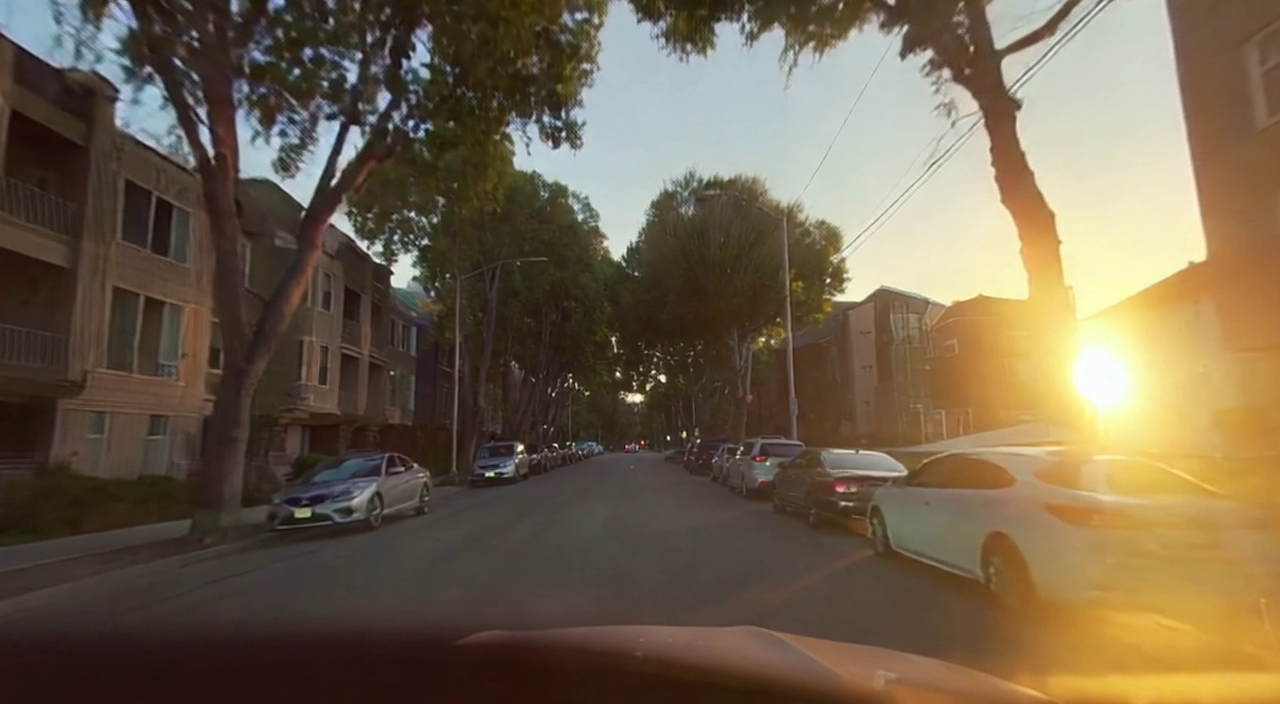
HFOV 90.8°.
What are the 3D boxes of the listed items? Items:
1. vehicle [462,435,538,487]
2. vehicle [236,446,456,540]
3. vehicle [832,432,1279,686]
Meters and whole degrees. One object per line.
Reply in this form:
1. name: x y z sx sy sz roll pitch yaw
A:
1. vehicle: -5.512 4.324 25.526 2.069 1.881 4.697 0 -8 -1
2. vehicle: -5.299 2.559 12.265 2.080 1.458 4.511 0 -8 0
3. vehicle: 3.628 1.564 6.140 1.881 1.460 4.737 0 -8 -2
